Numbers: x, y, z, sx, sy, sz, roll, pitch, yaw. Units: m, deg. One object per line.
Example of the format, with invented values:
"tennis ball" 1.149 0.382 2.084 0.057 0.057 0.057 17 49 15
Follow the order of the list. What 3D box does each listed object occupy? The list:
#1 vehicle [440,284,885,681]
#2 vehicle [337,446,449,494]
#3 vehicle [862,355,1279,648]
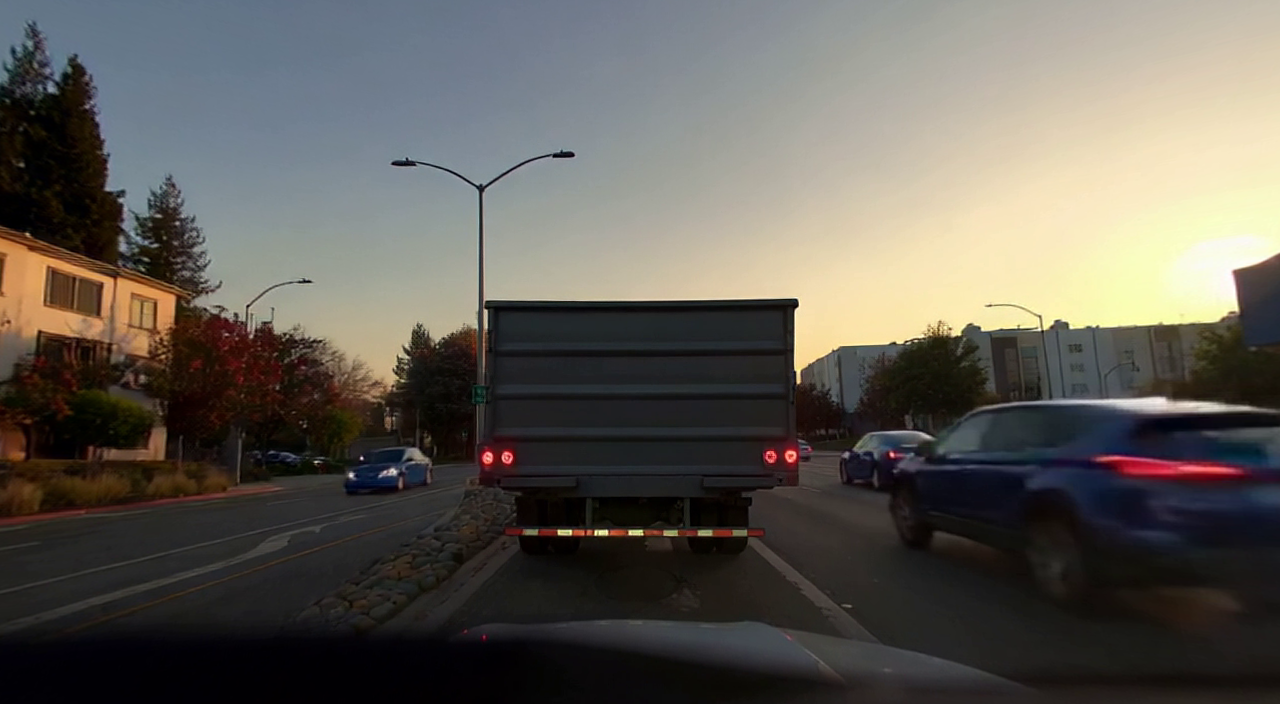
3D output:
"vehicle" 0.260 1.272 7.394 2.650 2.391 7.008 -1 -8 2
"vehicle" -8.411 4.030 22.016 2.006 1.479 4.643 -1 -8 1
"vehicle" 4.216 1.299 6.509 2.066 1.910 4.606 0 -8 -1
